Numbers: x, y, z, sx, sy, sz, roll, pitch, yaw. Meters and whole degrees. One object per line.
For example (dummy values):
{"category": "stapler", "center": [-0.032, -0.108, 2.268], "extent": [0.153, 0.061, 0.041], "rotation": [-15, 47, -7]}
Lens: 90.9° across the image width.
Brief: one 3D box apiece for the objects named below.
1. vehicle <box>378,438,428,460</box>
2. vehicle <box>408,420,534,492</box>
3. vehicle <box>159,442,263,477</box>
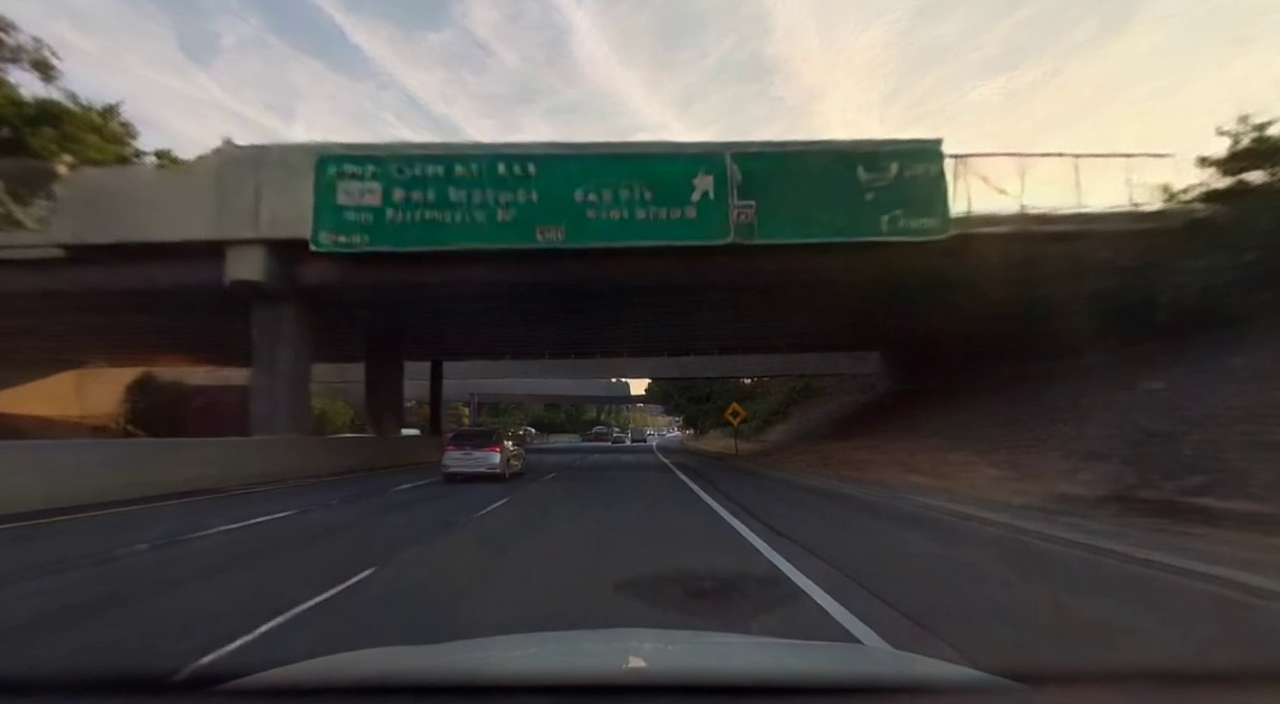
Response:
{"category": "vehicle", "center": [-16.361, 6.674, 43.695], "extent": [1.835, 1.408, 4.129], "rotation": [0, -8, 1]}
{"category": "vehicle", "center": [-4.238, 2.660, 16.630], "extent": [2.052, 1.626, 4.514], "rotation": [0, -8, 0]}
{"category": "vehicle", "center": [-19.936, 4.982, 29.537], "extent": [1.776, 1.446, 4.340], "rotation": [0, -8, 1]}
